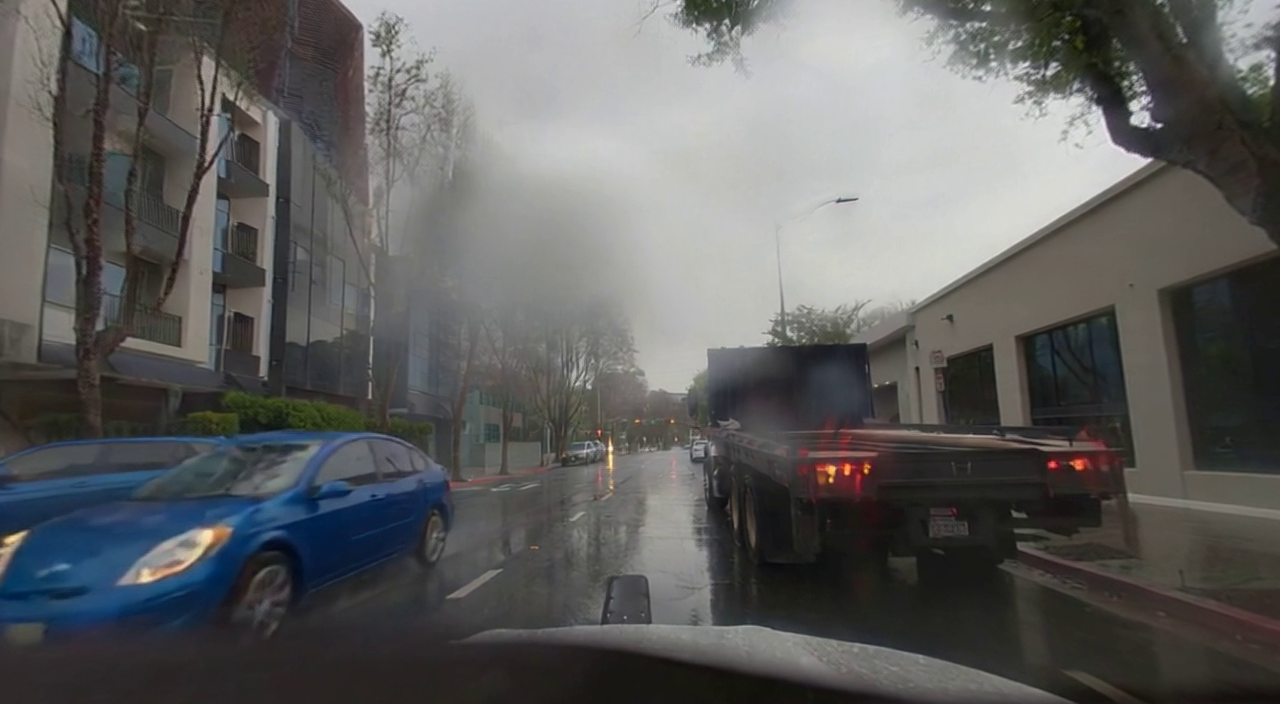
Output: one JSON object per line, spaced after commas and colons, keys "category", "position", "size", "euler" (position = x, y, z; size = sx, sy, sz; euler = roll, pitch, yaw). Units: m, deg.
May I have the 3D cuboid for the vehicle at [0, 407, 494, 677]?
{"category": "vehicle", "position": [-3.273, 1.498, 6.239], "size": [2.311, 1.631, 4.510], "euler": [0, -8, 4]}

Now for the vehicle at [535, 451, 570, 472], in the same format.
{"category": "vehicle", "position": [-6.778, 8.511, 49.188], "size": [1.798, 1.459, 4.306], "euler": [-1, -8, 5]}

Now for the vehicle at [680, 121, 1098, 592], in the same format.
{"category": "vehicle", "position": [2.581, 0.778, 11.193], "size": [3.320, 4.034, 11.553], "euler": [-1, -8, 5]}
